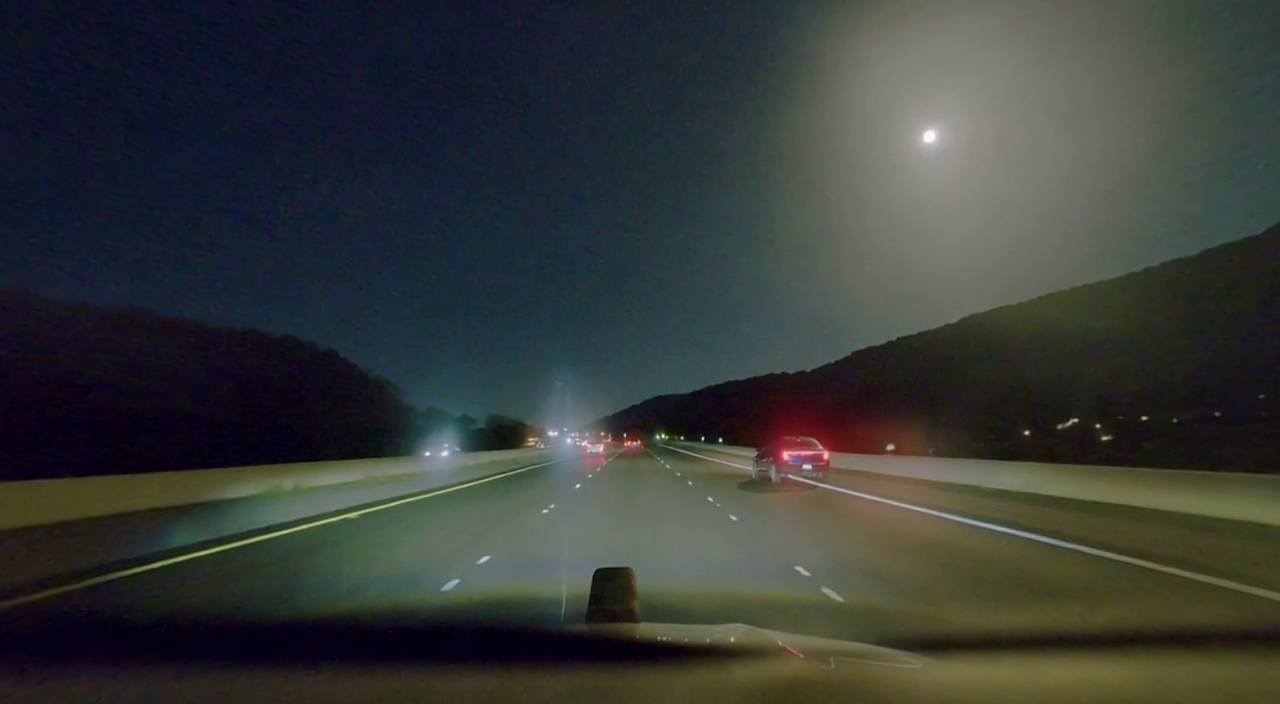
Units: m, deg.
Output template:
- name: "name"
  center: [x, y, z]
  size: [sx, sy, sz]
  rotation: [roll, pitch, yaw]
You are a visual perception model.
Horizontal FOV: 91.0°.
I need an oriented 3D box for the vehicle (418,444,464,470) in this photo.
- name: "vehicle"
  center: [-13.194, 6.952, 41.900]
  size: [1.767, 1.552, 4.009]
  rotation: [-1, -8, 0]
